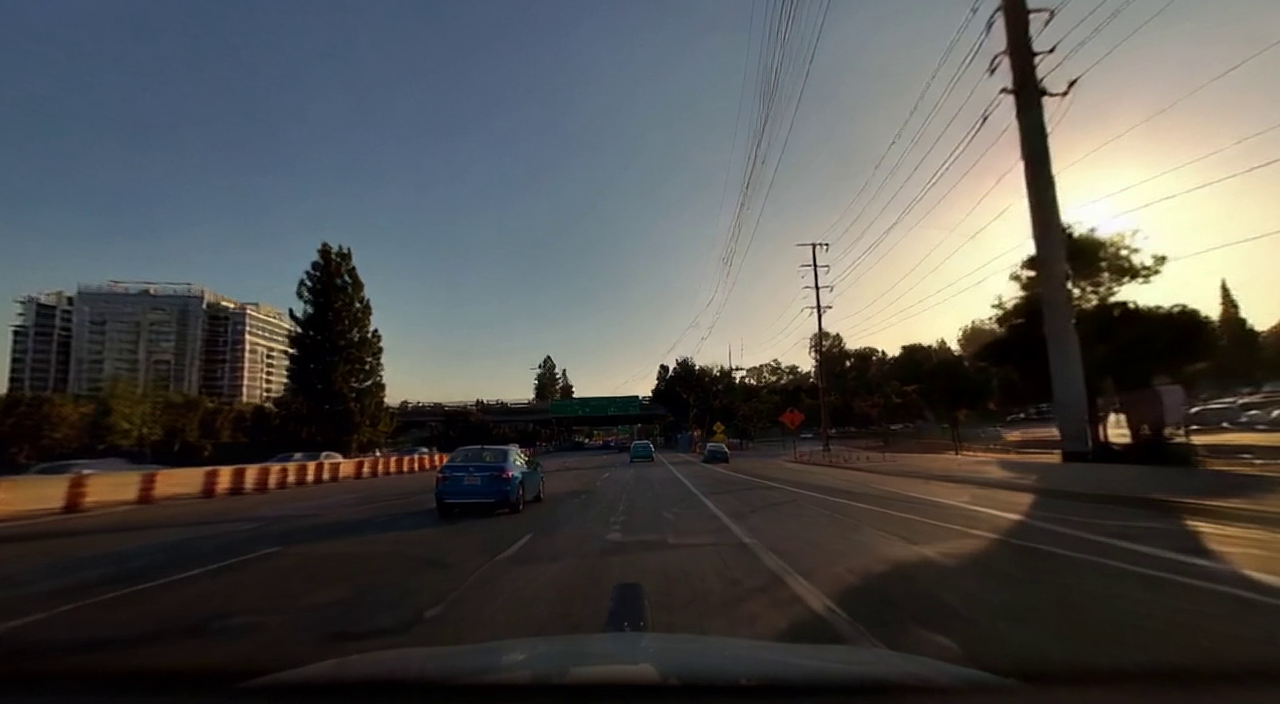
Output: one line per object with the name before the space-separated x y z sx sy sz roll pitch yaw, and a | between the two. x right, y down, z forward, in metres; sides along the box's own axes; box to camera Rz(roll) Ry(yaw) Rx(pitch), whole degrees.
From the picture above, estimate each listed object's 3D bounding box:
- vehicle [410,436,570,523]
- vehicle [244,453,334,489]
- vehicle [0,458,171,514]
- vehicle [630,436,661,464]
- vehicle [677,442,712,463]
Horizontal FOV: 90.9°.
vehicle | -2.861 2.567 13.350 2.087 1.480 4.825 0 -8 2
vehicle | -16.662 5.649 30.175 1.879 1.545 3.943 -1 -9 3
vehicle | -18.047 4.240 20.496 1.945 1.511 4.458 -1 -9 5
vehicle | 0.380 6.792 43.714 2.060 1.845 4.151 0 -8 0
vehicle | 3.900 7.248 45.638 2.142 1.475 4.565 0 -8 0
